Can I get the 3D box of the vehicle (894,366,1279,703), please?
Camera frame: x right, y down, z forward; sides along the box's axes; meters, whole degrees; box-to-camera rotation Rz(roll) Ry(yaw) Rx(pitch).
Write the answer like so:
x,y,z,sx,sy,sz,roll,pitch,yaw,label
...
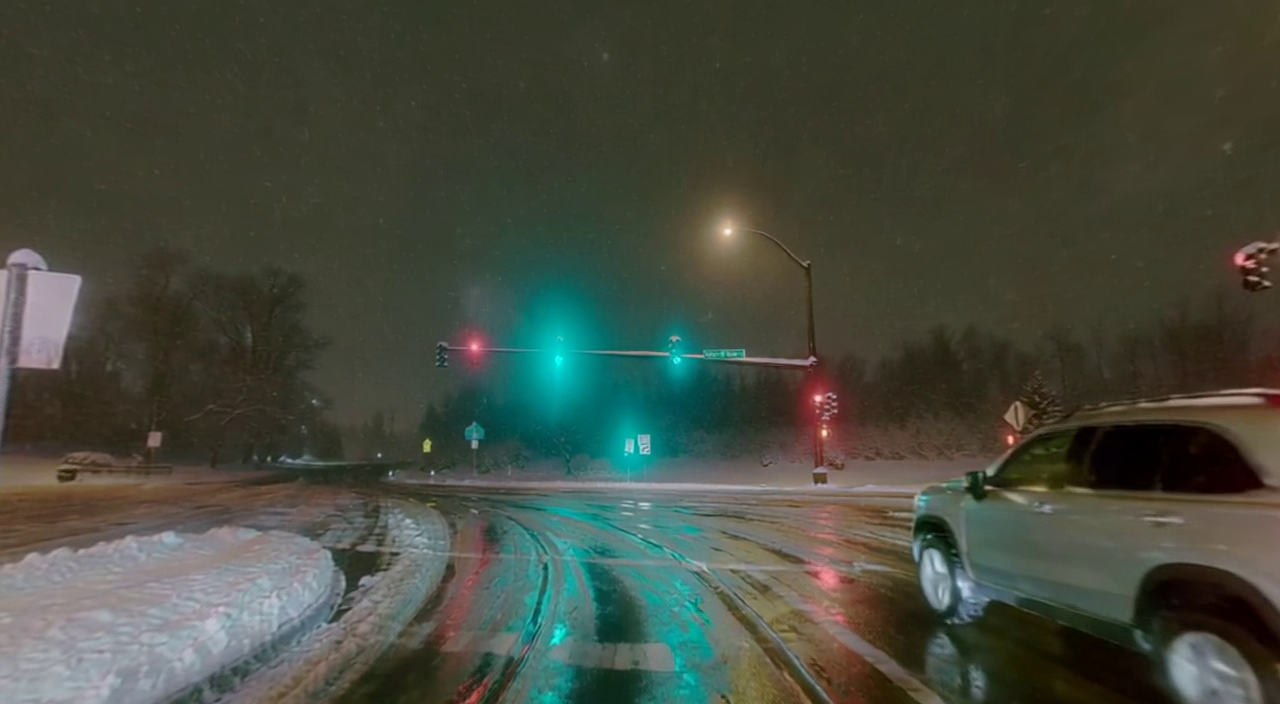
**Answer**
x,y,z,sx,sy,sz,roll,pitch,yaw,label
3.204,1.070,3.457,1.938,1.648,4.211,0,-8,1,vehicle
